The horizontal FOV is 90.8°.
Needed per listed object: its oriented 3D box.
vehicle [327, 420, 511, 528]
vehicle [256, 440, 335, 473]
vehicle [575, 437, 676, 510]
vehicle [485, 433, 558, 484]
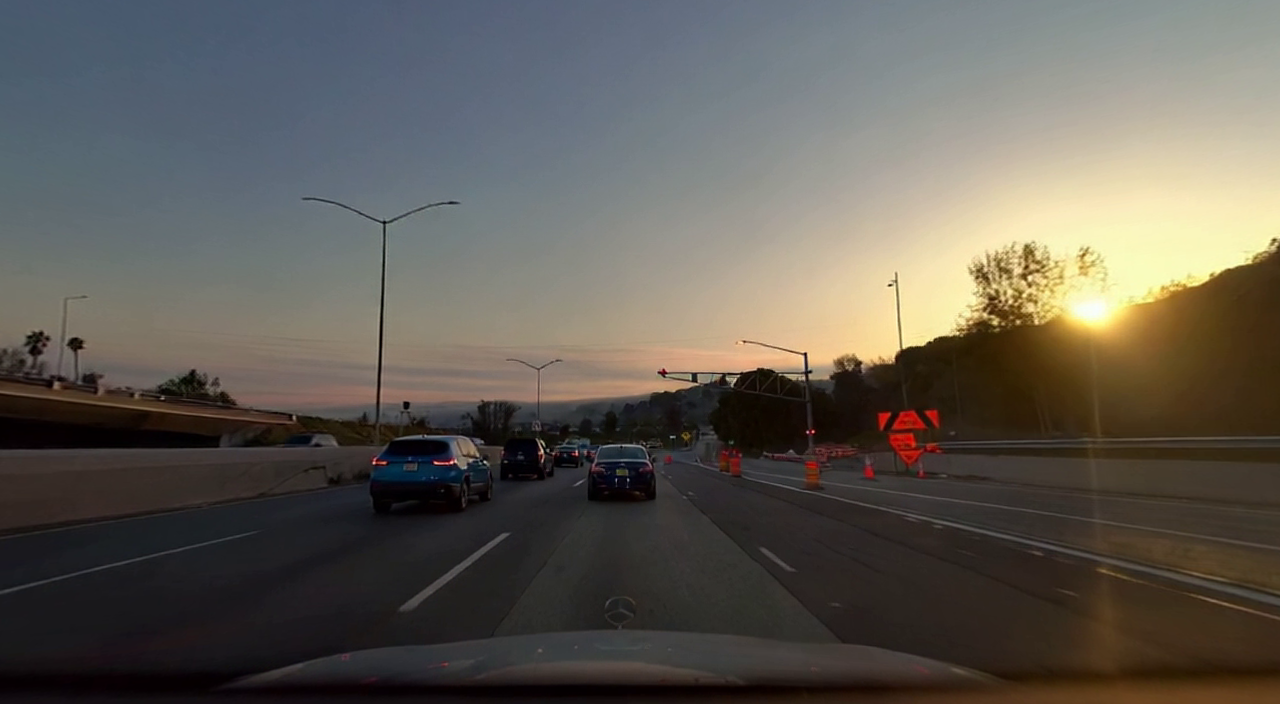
[{"bbox_3d":[-3.950,2.251,12.155,2.025,1.708,4.089,0,-9,0],"label":"vehicle"},{"bbox_3d":[-18.798,5.680,34.685,1.936,1.710,4.301,0,-8,-1],"label":"vehicle"},{"bbox_3d":[-0.370,2.803,15.086,2.069,1.484,3.982,0,-9,-2],"label":"vehicle"},{"bbox_3d":[-4.314,3.947,23.640,1.982,1.727,4.057,0,-9,-1],"label":"vehicle"}]
